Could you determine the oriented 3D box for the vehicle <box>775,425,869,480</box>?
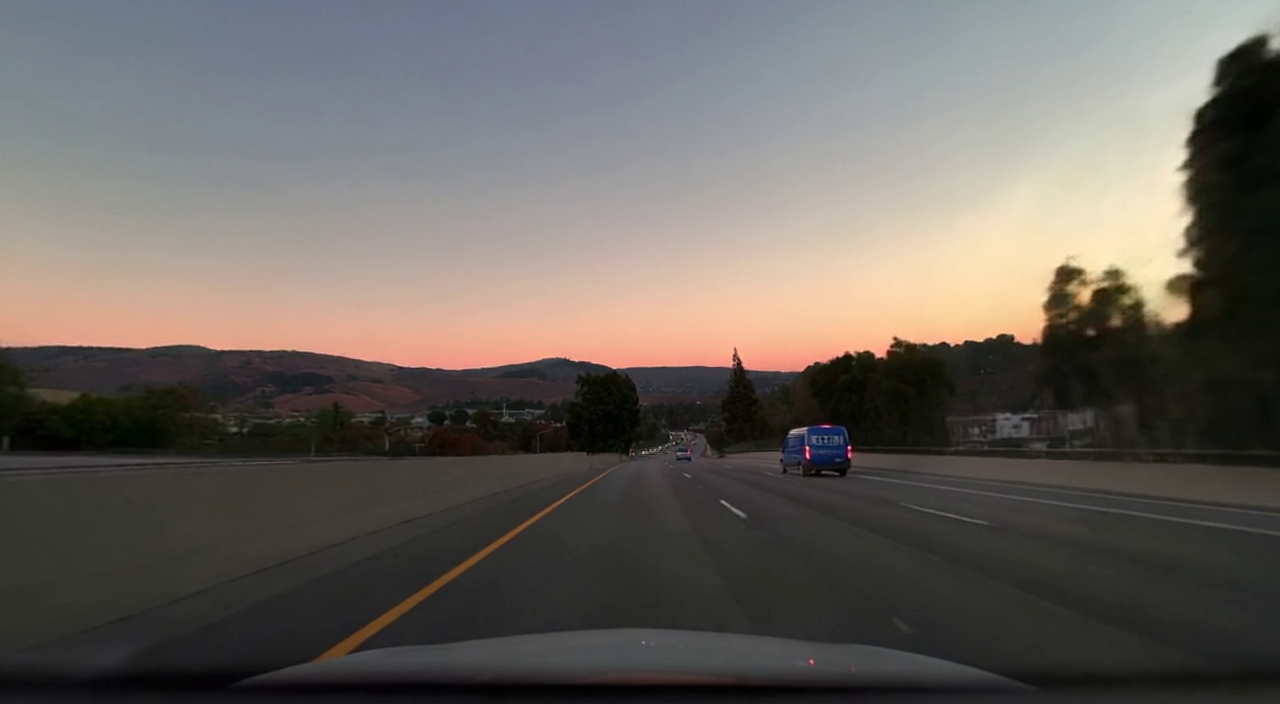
[{"bbox_3d":[7.497,4.233,26.694,2.275,2.059,5.543,0,-8,-1],"label":"vehicle"}]
